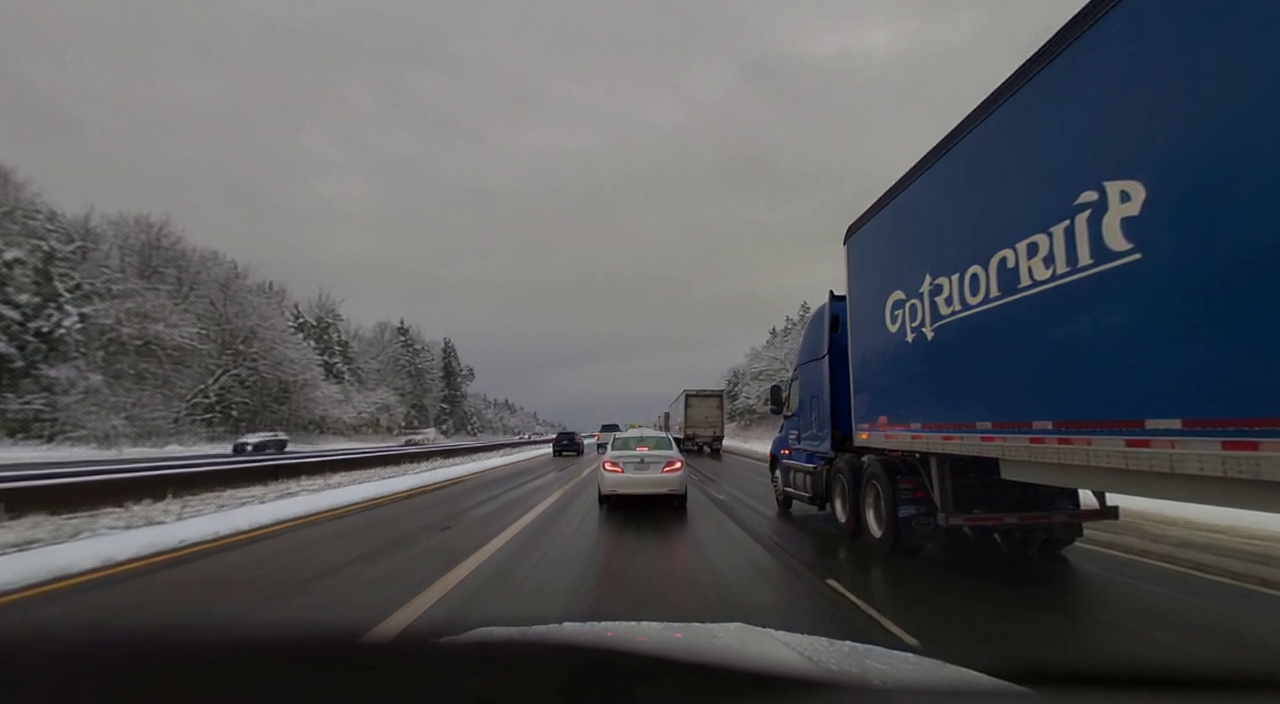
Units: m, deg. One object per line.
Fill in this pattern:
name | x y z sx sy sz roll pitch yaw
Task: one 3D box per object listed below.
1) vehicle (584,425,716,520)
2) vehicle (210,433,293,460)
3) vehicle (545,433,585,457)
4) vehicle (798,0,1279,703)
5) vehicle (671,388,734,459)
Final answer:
vehicle | 0.130 2.088 11.491 2.021 1.435 3.611 0 -8 -1
vehicle | -22.536 5.459 36.747 1.869 1.465 4.533 0 -8 2
vehicle | -4.700 5.873 40.156 1.983 1.434 4.451 0 -8 0
vehicle | 4.143 -0.207 3.550 2.816 4.070 14.136 0 -8 0
vehicle | 3.946 5.001 43.099 2.869 4.067 13.731 0 -8 0
